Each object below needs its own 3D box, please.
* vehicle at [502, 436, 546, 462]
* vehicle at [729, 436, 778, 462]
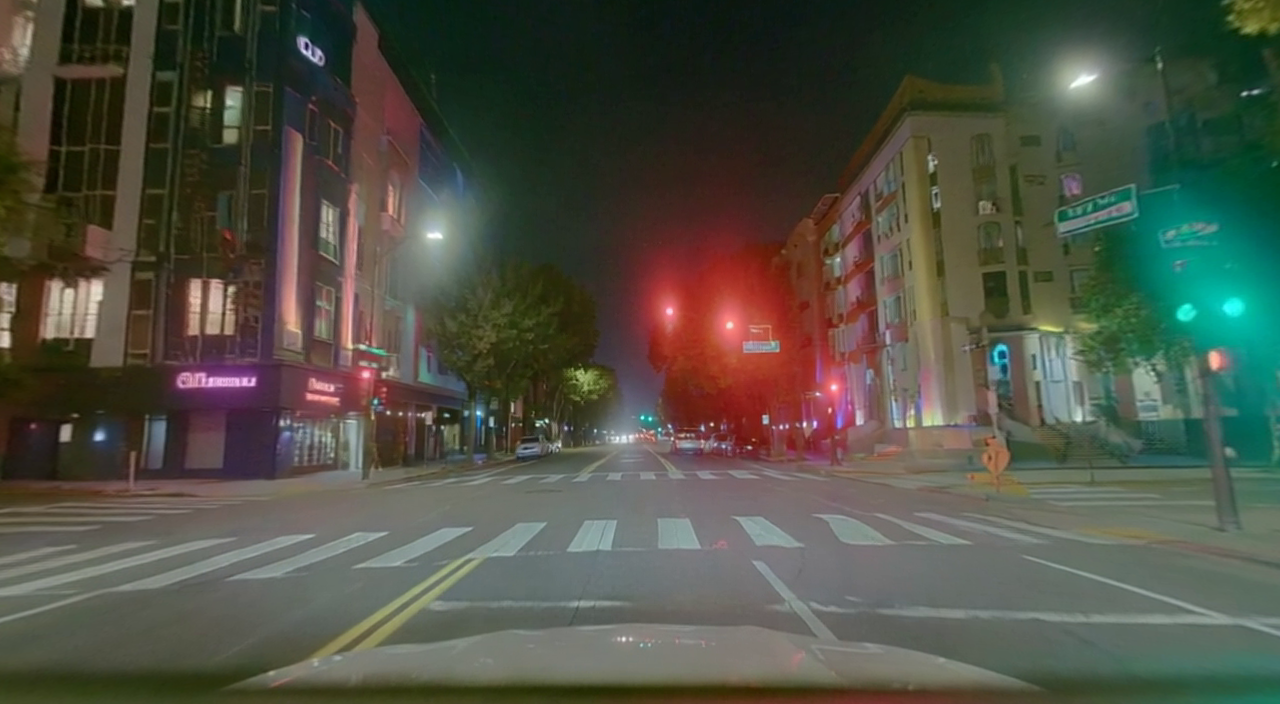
[{"bbox_3d":[-7.275,6.128,39.965,2.127,1.533,4.547,-1,-8,-3],"label":"vehicle"},{"bbox_3d":[6.903,5.948,38.816,1.997,1.510,4.455,1,-8,-2],"label":"vehicle"}]
